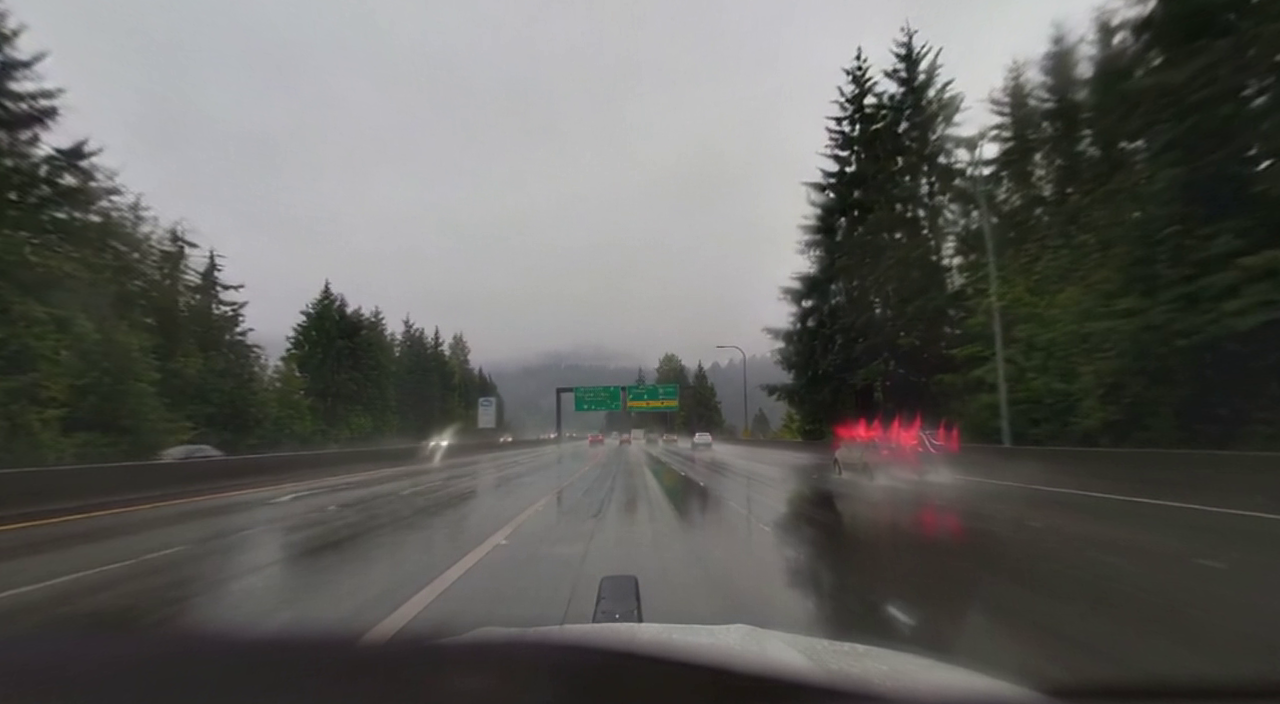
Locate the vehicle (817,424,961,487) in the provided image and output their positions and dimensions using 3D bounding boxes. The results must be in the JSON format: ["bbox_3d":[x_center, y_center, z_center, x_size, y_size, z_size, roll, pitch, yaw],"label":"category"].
[{"bbox_3d":[6.803,2.846,17.888,2.034,1.511,4.785,0,-7,-1],"label":"vehicle"}]

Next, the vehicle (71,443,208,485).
[{"bbox_3d":[-21.106,4.693,26.896,1.867,1.496,5.001,0,-7,-1],"label":"vehicle"}]
